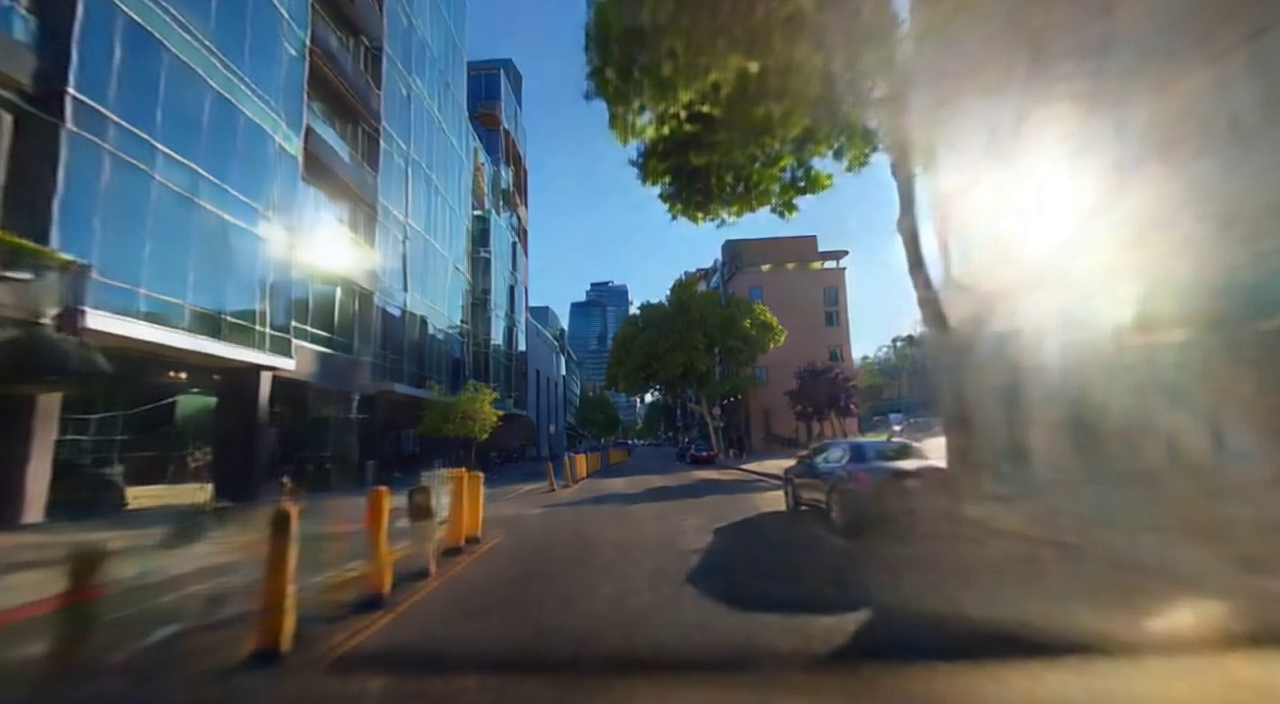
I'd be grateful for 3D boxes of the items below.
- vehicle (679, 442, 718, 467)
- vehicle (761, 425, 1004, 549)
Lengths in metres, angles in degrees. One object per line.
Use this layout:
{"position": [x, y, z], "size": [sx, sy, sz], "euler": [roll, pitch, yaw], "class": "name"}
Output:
{"position": [3.726, 6.568, 40.676], "size": [2.020, 1.448, 4.220], "euler": [-1, -8, -1], "class": "vehicle"}
{"position": [3.387, 1.974, 10.102], "size": [1.963, 1.445, 4.948], "euler": [-1, -8, 1], "class": "vehicle"}
